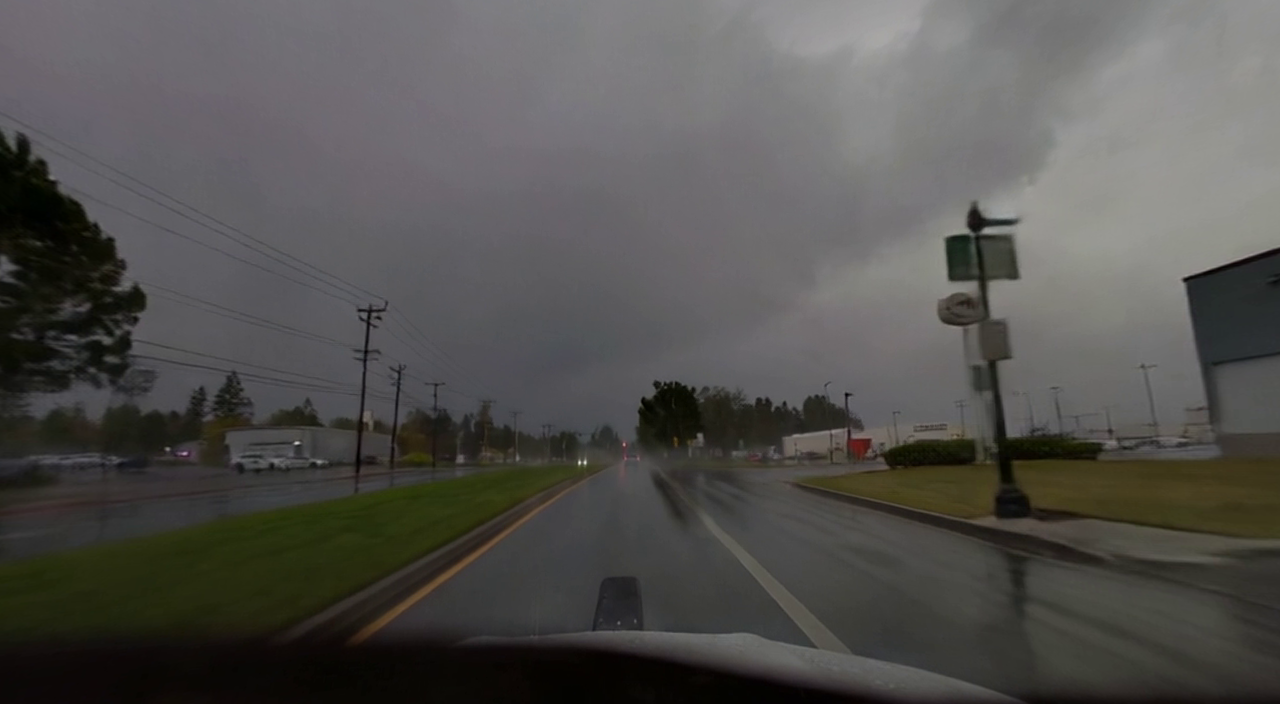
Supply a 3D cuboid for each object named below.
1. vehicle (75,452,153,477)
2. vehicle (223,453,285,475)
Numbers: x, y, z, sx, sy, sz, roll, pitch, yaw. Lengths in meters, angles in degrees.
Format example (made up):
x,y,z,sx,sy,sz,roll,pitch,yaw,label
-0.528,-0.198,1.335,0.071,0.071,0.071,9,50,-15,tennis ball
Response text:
x,y,z,sx,sy,sz,roll,pitch,yaw,label
-37.792,8.056,45.615,1.903,1.674,4.493,1,-9,-3,vehicle
-28.015,8.130,46.109,1.808,1.441,4.386,0,-9,-1,vehicle
